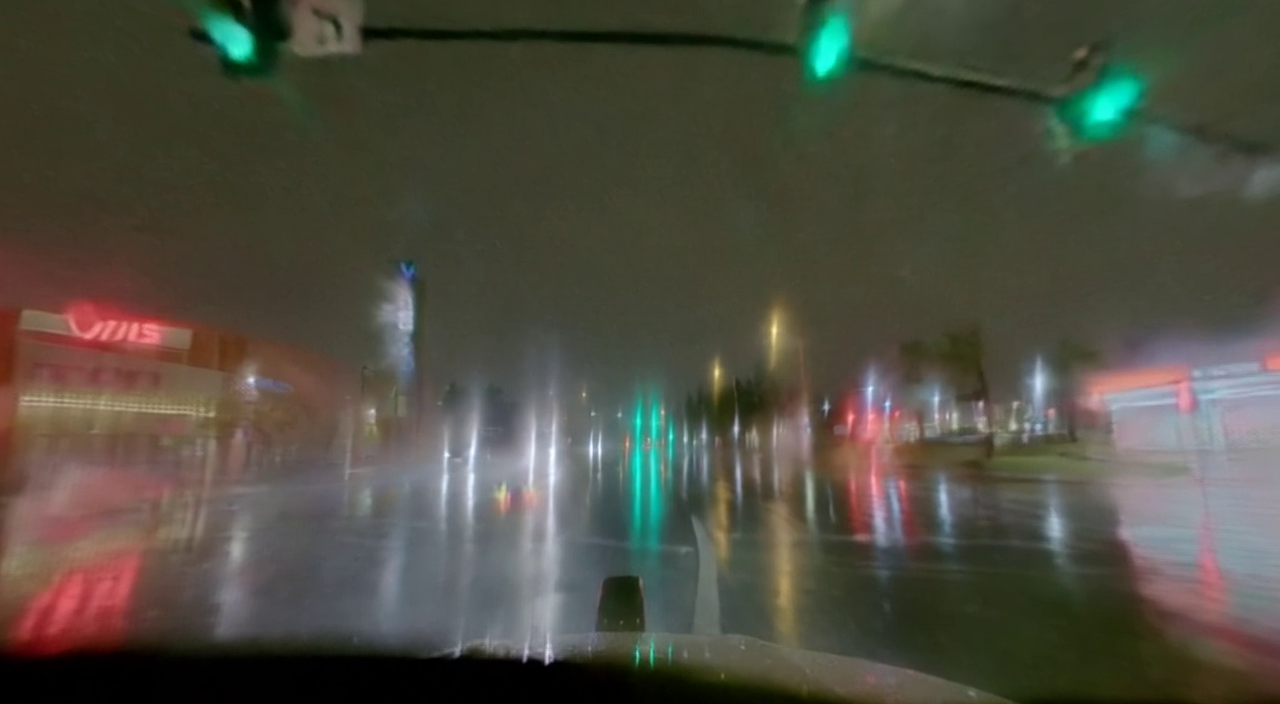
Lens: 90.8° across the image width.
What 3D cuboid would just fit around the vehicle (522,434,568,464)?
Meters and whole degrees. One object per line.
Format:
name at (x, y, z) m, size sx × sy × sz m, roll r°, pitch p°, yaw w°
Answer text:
vehicle at (-5.828, 6.040, 39.385) m, size 2.129 × 1.748 × 4.555 m, roll -1°, pitch -8°, yaw 1°

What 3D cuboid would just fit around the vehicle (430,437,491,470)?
vehicle at (-9.748, 5.524, 34.655) m, size 1.954 × 1.694 × 4.310 m, roll -1°, pitch -8°, yaw 2°
